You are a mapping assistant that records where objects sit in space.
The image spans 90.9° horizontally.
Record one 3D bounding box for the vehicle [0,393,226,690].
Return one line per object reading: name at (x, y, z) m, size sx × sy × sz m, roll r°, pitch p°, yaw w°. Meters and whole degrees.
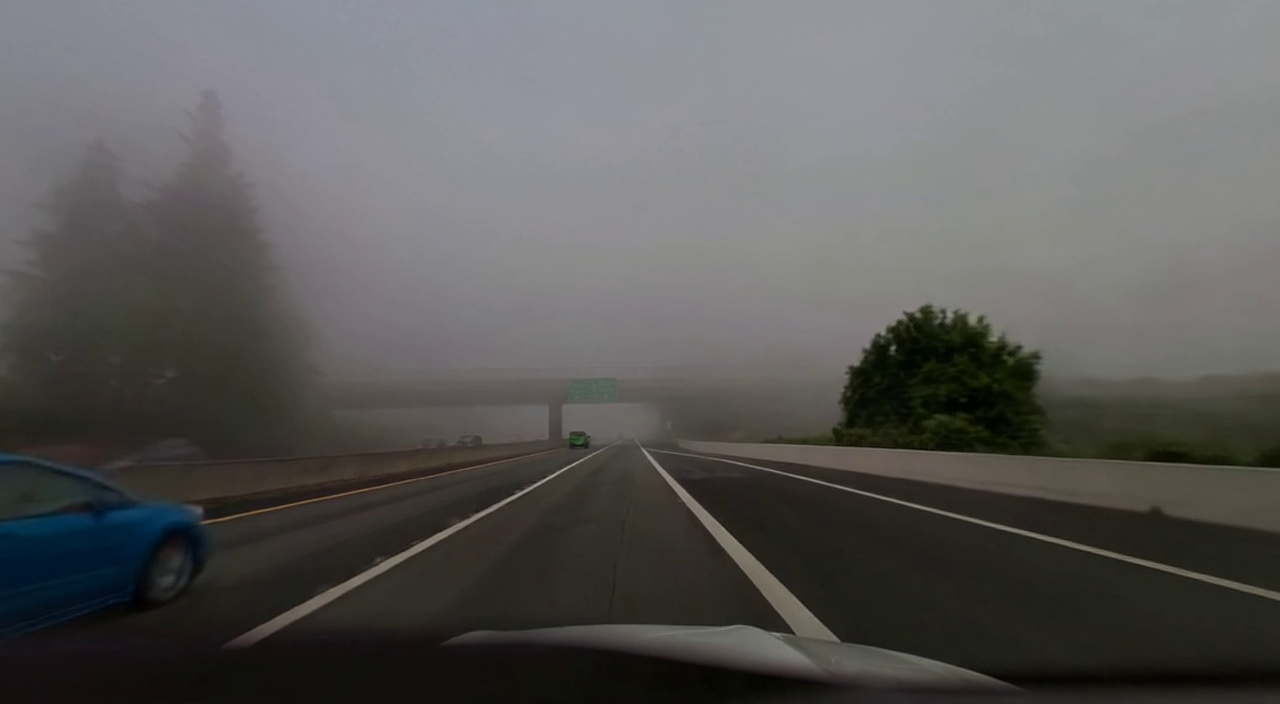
vehicle at (-4.563, 0.983, 2.996) m, size 2.086 × 1.624 × 4.607 m, roll 0°, pitch -8°, yaw -1°
